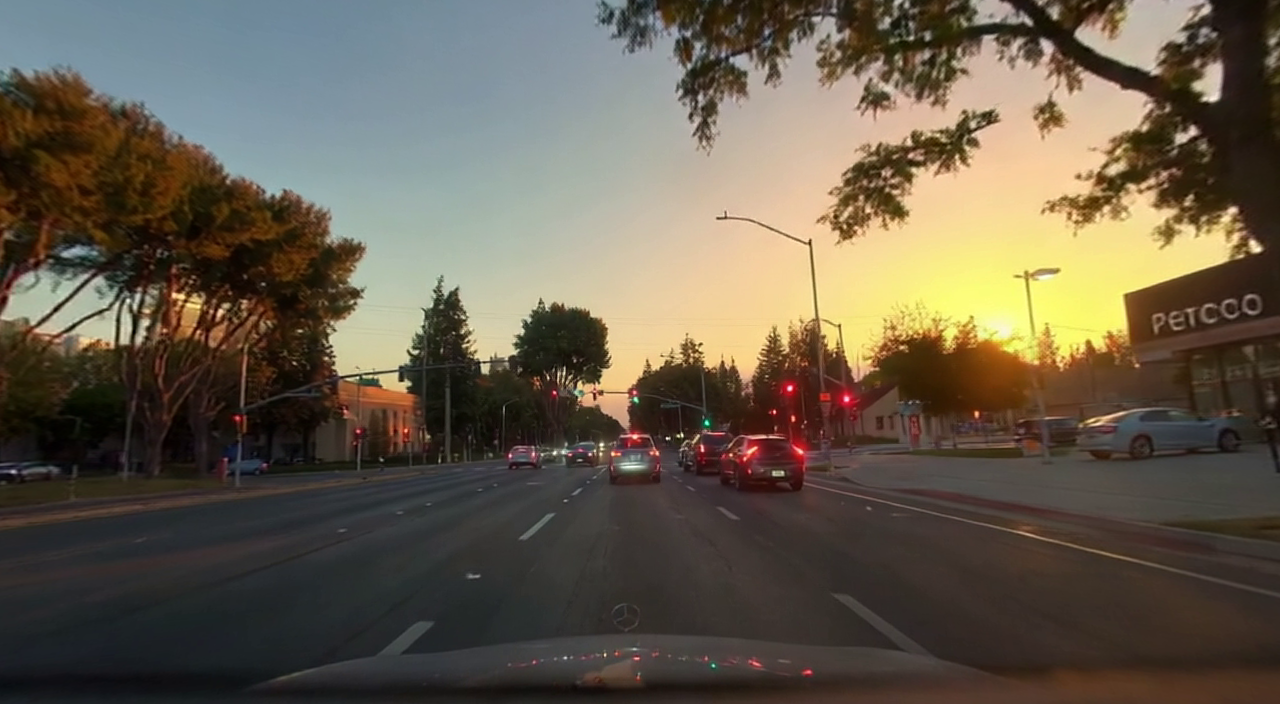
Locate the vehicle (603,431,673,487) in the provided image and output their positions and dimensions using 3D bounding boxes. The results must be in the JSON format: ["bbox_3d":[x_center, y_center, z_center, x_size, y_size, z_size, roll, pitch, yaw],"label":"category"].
[{"bbox_3d":[-0.140,3.589,21.375,2.146,1.685,4.003,0,-9,-2],"label":"vehicle"}]

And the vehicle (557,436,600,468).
[{"bbox_3d":[-3.612,5.969,37.770,2.106,1.778,4.444,0,-9,0],"label":"vehicle"}]

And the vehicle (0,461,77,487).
[{"bbox_3d":[-38.946,7.786,40.491,1.801,1.434,4.245,0,-9,0],"label":"vehicle"}]

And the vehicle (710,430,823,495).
[{"bbox_3d":[3.533,3.208,18.693,2.198,1.660,4.512,0,-9,-3],"label":"vehicle"}]

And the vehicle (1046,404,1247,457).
[{"bbox_3d":[15.381,2.437,19.412,4.344,1.512,1.936,-1,-9,4],"label":"vehicle"}]

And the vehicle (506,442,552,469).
[{"bbox_3d":[-6.673,6.266,38.440,1.954,1.473,4.350,0,-9,1],"label":"vehicle"}]
